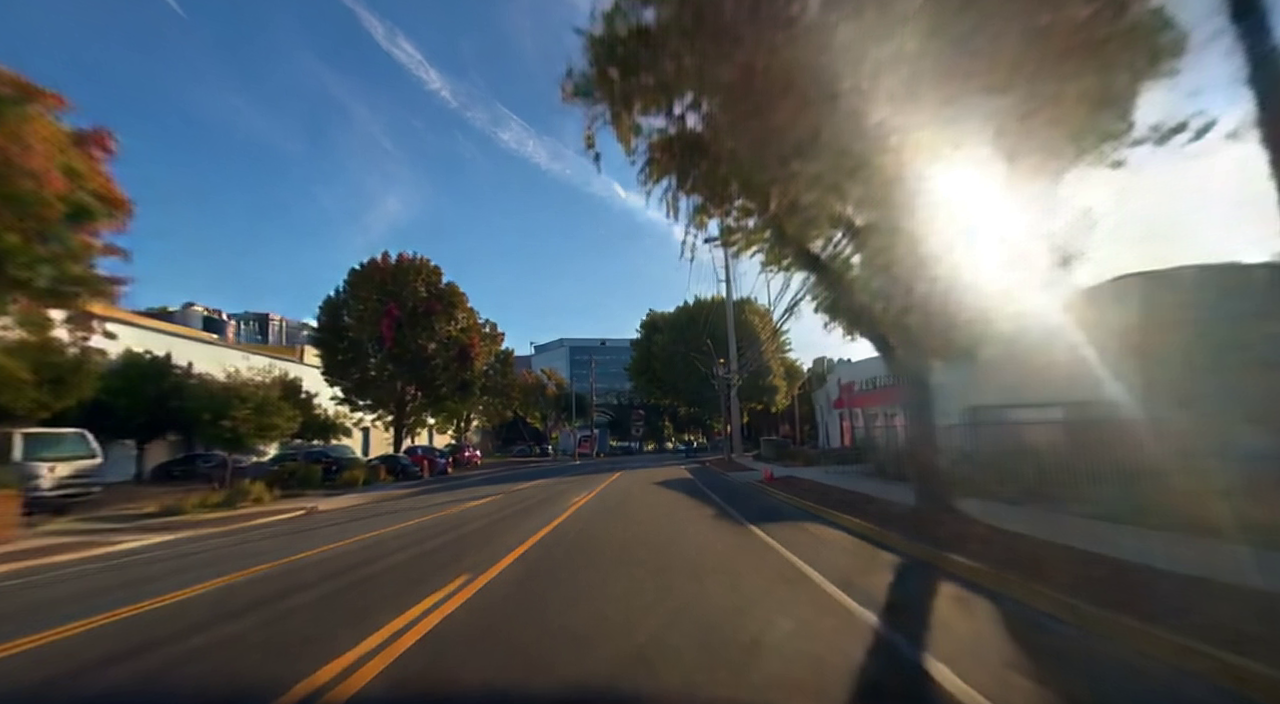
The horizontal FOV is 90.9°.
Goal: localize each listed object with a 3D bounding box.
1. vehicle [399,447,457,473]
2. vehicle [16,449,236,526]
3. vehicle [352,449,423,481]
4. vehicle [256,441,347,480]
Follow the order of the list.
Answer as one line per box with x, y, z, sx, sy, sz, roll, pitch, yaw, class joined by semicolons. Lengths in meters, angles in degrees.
-13.766;6.997;41.194;2.070;1.577;4.652;0;-8;1;vehicle
-14.404;3.751;18.224;2.053;1.772;5.189;-3;-9;0;vehicle
-14.144;6.331;35.644;2.122;1.440;4.601;-4;-8;0;vehicle
-19.366;6.196;36.427;2.099;2.038;5.624;0;-9;0;vehicle
